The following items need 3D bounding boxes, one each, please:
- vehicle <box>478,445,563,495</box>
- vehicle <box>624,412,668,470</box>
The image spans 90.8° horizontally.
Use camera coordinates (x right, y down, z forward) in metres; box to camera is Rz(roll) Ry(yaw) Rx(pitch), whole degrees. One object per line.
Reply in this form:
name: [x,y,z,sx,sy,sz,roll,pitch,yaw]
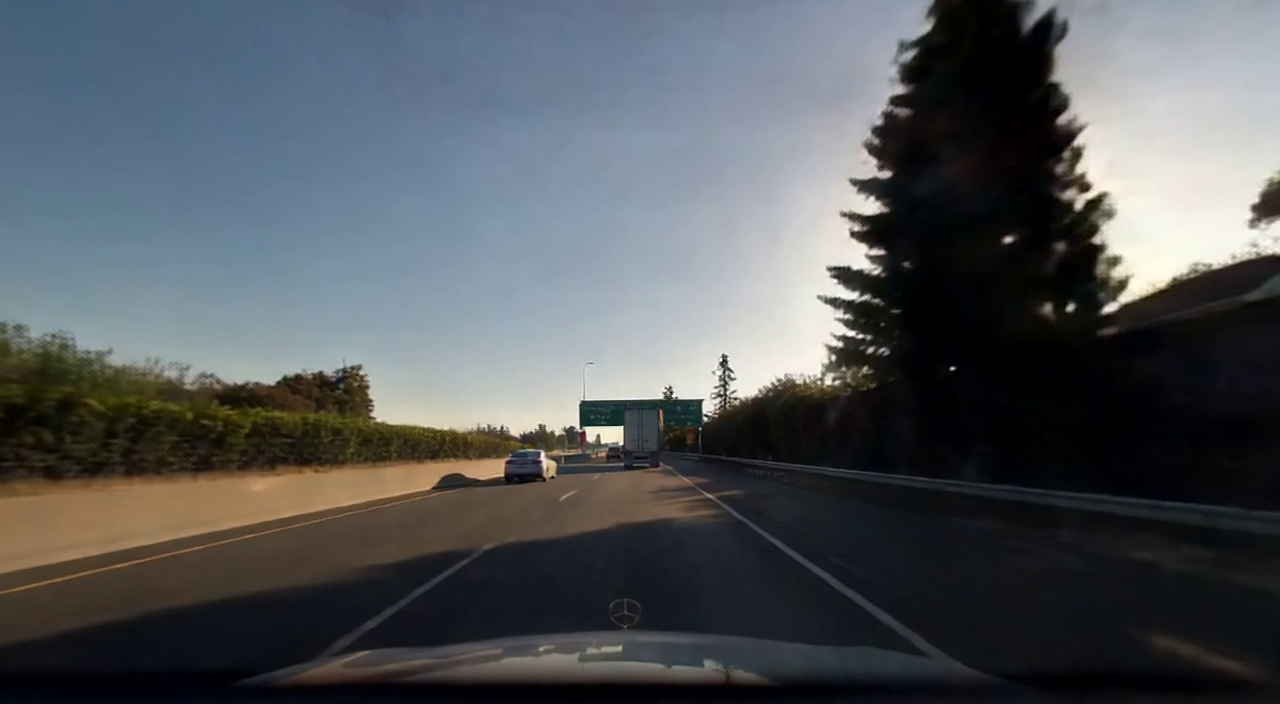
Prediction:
vehicle: [-4.029,4.052,22.062,2.053,1.523,4.450,0,-9,0]
vehicle: [0.266,6.560,46.099,2.864,3.805,9.500,0,-9,-1]
